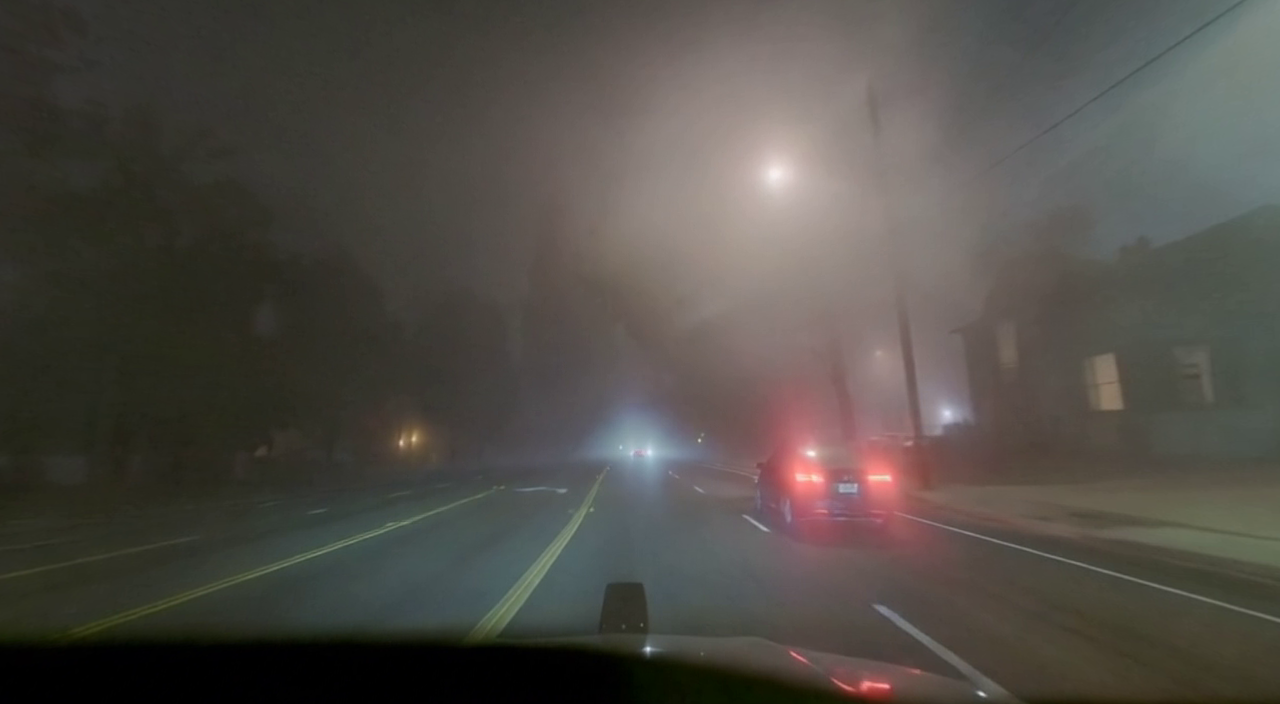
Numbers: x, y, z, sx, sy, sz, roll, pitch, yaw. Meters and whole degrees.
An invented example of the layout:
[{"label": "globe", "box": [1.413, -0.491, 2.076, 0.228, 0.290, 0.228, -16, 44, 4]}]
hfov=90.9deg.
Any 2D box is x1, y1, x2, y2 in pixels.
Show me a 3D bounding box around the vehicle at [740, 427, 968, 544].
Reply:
[{"label": "vehicle", "box": [3.091, 2.026, 10.298, 2.134, 1.476, 4.327, 0, -8, -1]}]
